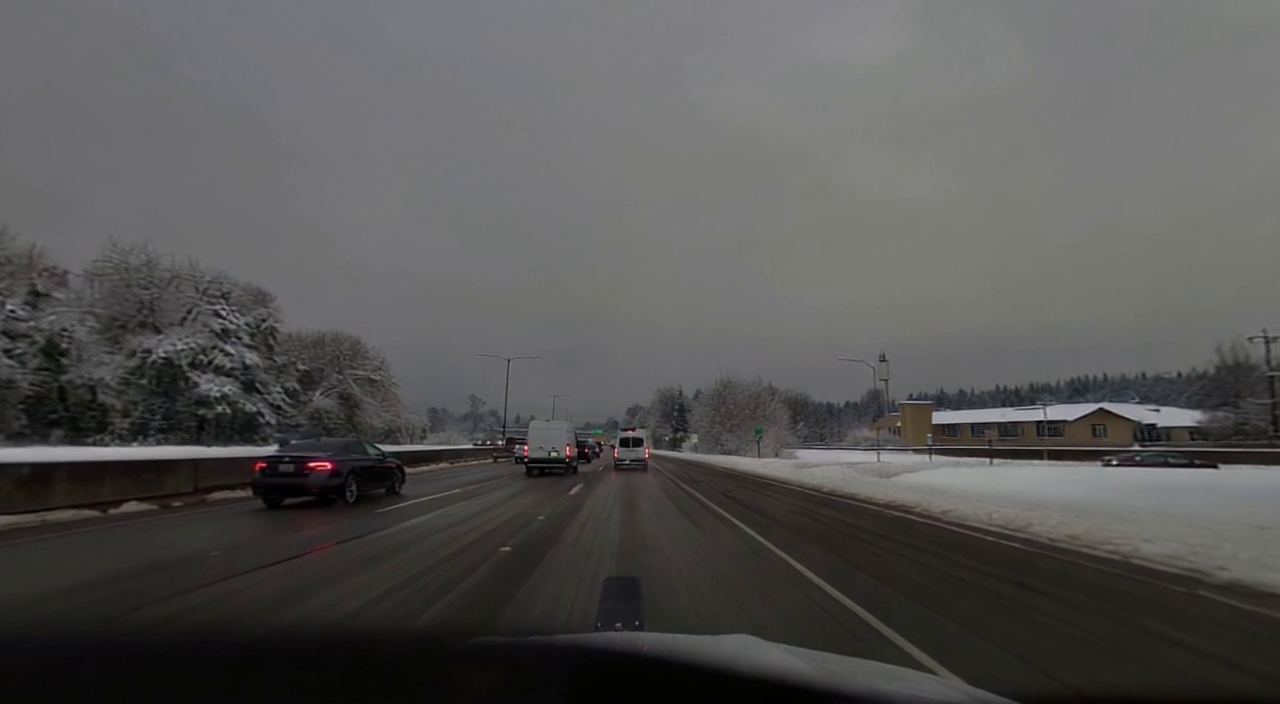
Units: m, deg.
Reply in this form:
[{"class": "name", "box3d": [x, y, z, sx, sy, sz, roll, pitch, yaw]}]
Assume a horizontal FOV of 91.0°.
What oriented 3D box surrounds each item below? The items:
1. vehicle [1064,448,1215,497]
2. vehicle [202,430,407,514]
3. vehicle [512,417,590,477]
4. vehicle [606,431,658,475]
[{"class": "vehicle", "box3d": [21.185, 5.073, 27.099, 2.083, 1.873, 5.209, 0, -9, -1]}, {"class": "vehicle", "box3d": [-6.947, 2.533, 13.748, 1.959, 1.493, 4.575, 0, -9, 0]}, {"class": "vehicle", "box3d": [-3.665, 4.105, 27.291, 2.504, 2.276, 5.933, 0, -9, 0]}, {"class": "vehicle", "box3d": [-0.351, 4.584, 28.738, 2.207, 1.807, 4.199, 0, -9, 0]}]
